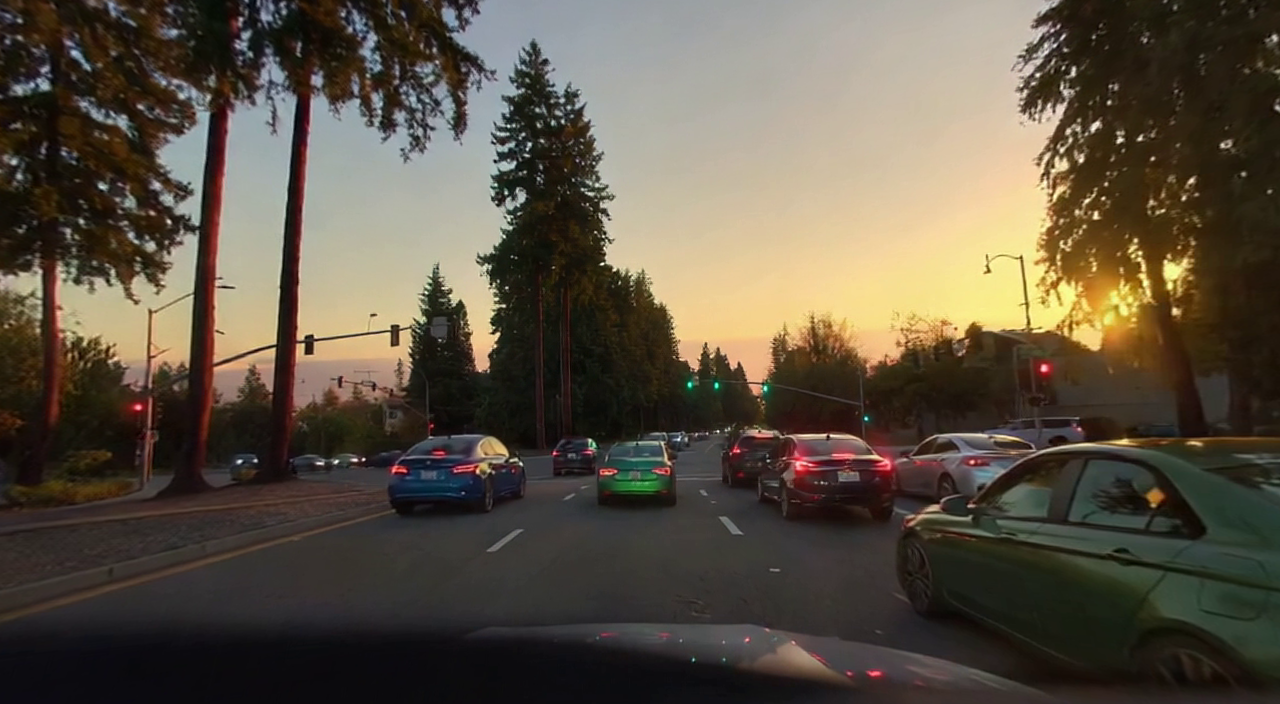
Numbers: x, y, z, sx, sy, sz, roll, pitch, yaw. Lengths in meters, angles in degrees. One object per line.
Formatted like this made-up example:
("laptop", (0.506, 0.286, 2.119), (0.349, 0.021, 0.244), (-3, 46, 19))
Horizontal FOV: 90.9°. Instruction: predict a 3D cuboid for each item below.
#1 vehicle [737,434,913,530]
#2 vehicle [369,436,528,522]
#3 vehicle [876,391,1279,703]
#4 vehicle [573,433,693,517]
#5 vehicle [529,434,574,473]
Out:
("vehicle", (3.175, 2.292, 11.895), (1.975, 1.460, 4.357), (0, -8, 0))
("vehicle", (-3.763, 2.556, 13.321), (1.935, 1.482, 4.433), (0, -8, 0))
("vehicle", (3.133, 1.098, 3.630), (1.903, 1.480, 4.270), (0, -8, 0))
("vehicle", (-0.131, 2.494, 13.284), (2.147, 1.479, 3.803), (0, -8, 0))
("vehicle", (-4.266, 4.816, 30.208), (1.961, 1.714, 4.268), (1, -8, -8))
